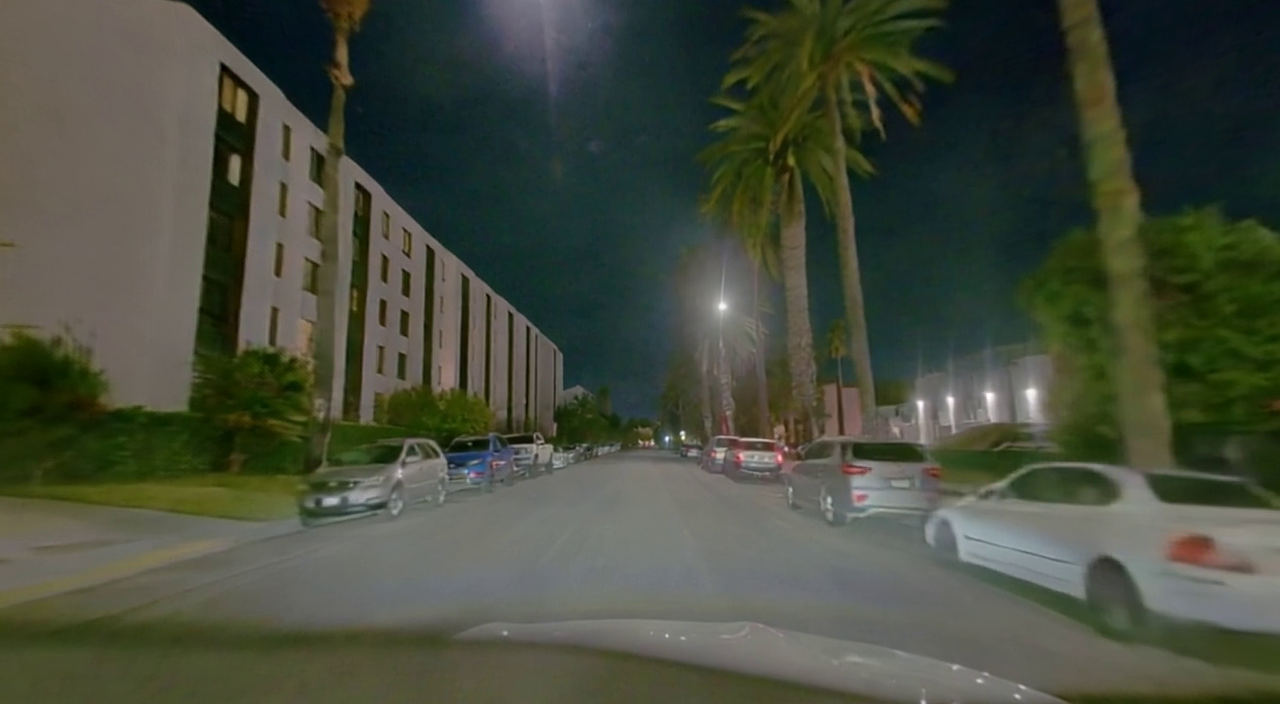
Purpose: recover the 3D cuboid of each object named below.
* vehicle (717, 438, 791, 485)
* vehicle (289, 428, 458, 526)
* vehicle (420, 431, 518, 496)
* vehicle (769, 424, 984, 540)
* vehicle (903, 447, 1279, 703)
[{"bbox_3d":[4.546,4.433,26.000,2.220,1.738,4.800,0,-8,0],"label":"vehicle"},{"bbox_3d":[-5.742,2.713,14.349,1.947,1.806,4.413,2,-8,-1],"label":"vehicle"},{"bbox_3d":[-5.533,3.634,21.106,2.087,1.896,4.554,0,-8,-1],"label":"vehicle"},{"bbox_3d":[4.212,2.401,12.401,2.201,1.787,5.007,0,-8,-1],"label":"vehicle"},{"bbox_3d":[4.375,1.602,5.780,1.909,1.449,4.513,0,-8,-1],"label":"vehicle"}]
